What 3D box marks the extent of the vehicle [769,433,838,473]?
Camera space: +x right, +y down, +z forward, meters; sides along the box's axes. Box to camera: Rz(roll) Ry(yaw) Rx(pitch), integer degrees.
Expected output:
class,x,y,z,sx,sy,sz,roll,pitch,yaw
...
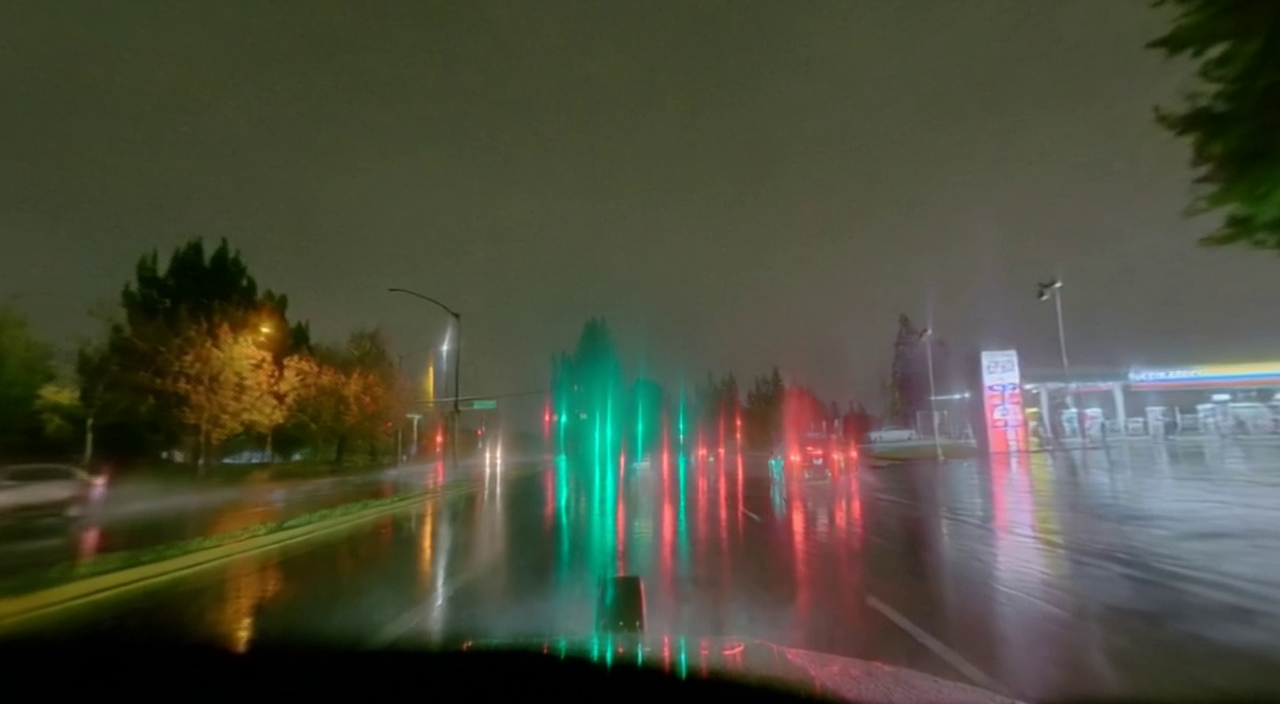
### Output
class,x,y,z,sx,sy,sz,roll,pitch,yaw
vehicle,6.994,4.361,27.421,1.793,1.585,4.130,0,-9,-1

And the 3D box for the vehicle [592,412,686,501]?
class,x,y,z,sx,sy,sz,roll,pitch,yaw
vehicle,-0.083,2.640,16.250,2.038,1.917,4.900,0,-9,-1

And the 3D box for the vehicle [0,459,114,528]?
class,x,y,z,sx,sy,sz,roll,pitch,yaw
vehicle,-15.557,3.405,15.254,1.914,1.496,4.361,-1,-9,1

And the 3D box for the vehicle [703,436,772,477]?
class,x,y,z,sx,sy,sz,roll,pitch,yaw
vehicle,3.803,4.141,25.327,1.940,1.474,4.234,0,-9,-2
